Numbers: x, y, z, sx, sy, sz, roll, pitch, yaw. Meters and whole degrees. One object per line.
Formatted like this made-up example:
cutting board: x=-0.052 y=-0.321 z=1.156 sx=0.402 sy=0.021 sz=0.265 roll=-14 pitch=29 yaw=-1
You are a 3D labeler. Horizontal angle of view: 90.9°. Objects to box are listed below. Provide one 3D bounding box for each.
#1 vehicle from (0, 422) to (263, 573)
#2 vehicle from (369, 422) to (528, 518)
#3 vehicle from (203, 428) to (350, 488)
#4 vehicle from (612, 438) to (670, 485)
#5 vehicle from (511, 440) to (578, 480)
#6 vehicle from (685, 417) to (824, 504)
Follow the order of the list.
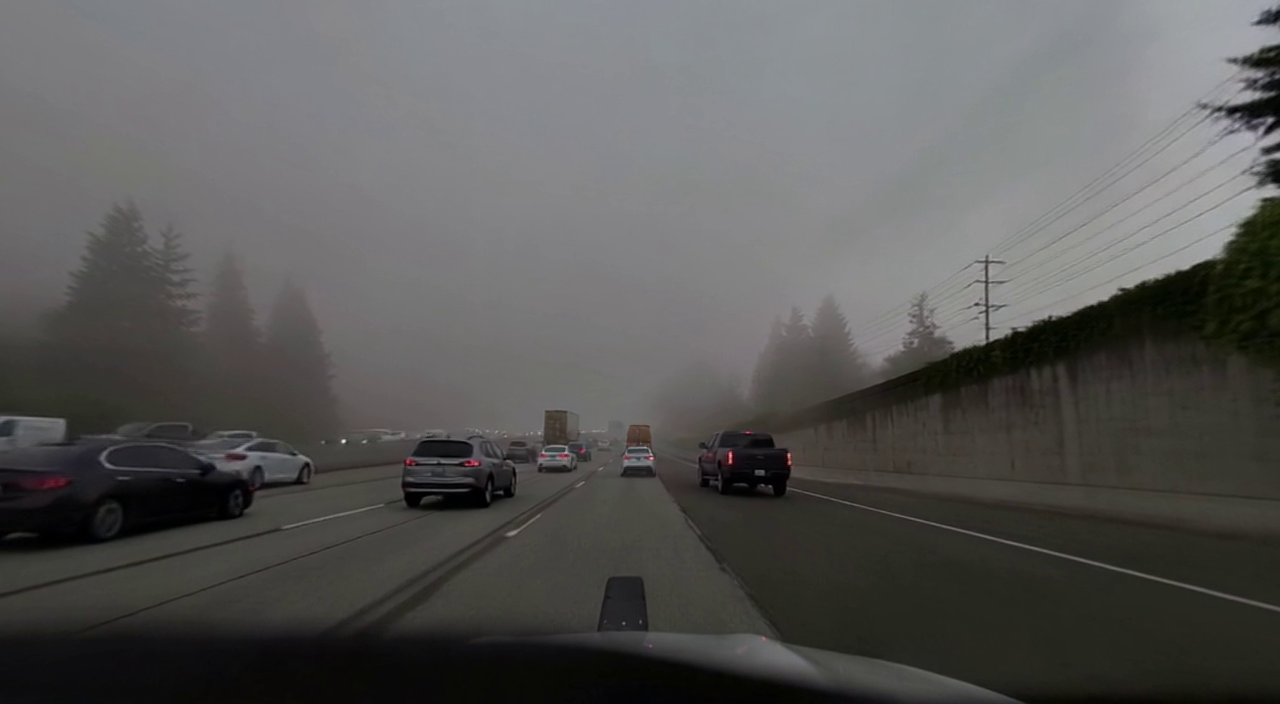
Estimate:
vehicle: x=-7.491 y=1.773 z=8.402 sx=1.985 sy=1.529 sz=4.710 roll=0 pitch=-8 yaw=1
vehicle: x=-3.903 y=2.484 z=13.822 sx=2.026 sy=1.719 sz=4.490 roll=0 pitch=-8 yaw=0
vehicle: x=-11.244 y=3.301 z=19.984 sx=1.897 sy=1.655 sz=4.543 roll=0 pitch=-8 yaw=1
vehicle: x=0.049 y=4.199 z=24.526 sx=2.092 sy=1.671 sz=3.889 roll=0 pitch=-8 yaw=1
vehicle: x=-3.889 y=4.481 z=26.549 sx=2.049 sy=1.530 sz=4.707 roll=0 pitch=-8 yaw=1
vehicle: x=3.028 y=3.086 z=18.437 sx=2.793 sy=2.132 sz=5.682 roll=0 pitch=-8 yaw=-2
